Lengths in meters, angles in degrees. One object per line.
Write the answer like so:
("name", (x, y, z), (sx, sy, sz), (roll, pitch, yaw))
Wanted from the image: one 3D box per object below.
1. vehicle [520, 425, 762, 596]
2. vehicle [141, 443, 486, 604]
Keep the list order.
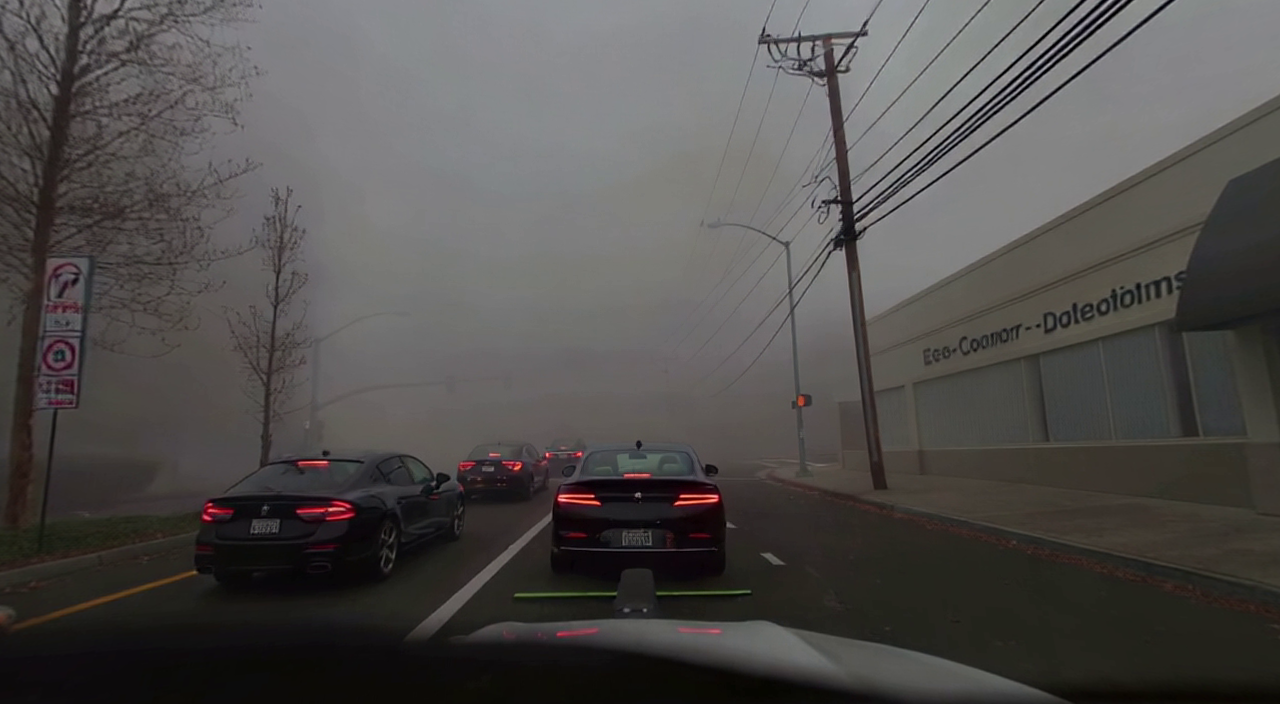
("vehicle", (-0.006, 1.681, 7.533), (2.101, 1.469, 3.955), (0, -9, 0))
("vehicle", (-3.237, 1.742, 7.329), (1.765, 1.319, 4.013), (0, -9, 2))
